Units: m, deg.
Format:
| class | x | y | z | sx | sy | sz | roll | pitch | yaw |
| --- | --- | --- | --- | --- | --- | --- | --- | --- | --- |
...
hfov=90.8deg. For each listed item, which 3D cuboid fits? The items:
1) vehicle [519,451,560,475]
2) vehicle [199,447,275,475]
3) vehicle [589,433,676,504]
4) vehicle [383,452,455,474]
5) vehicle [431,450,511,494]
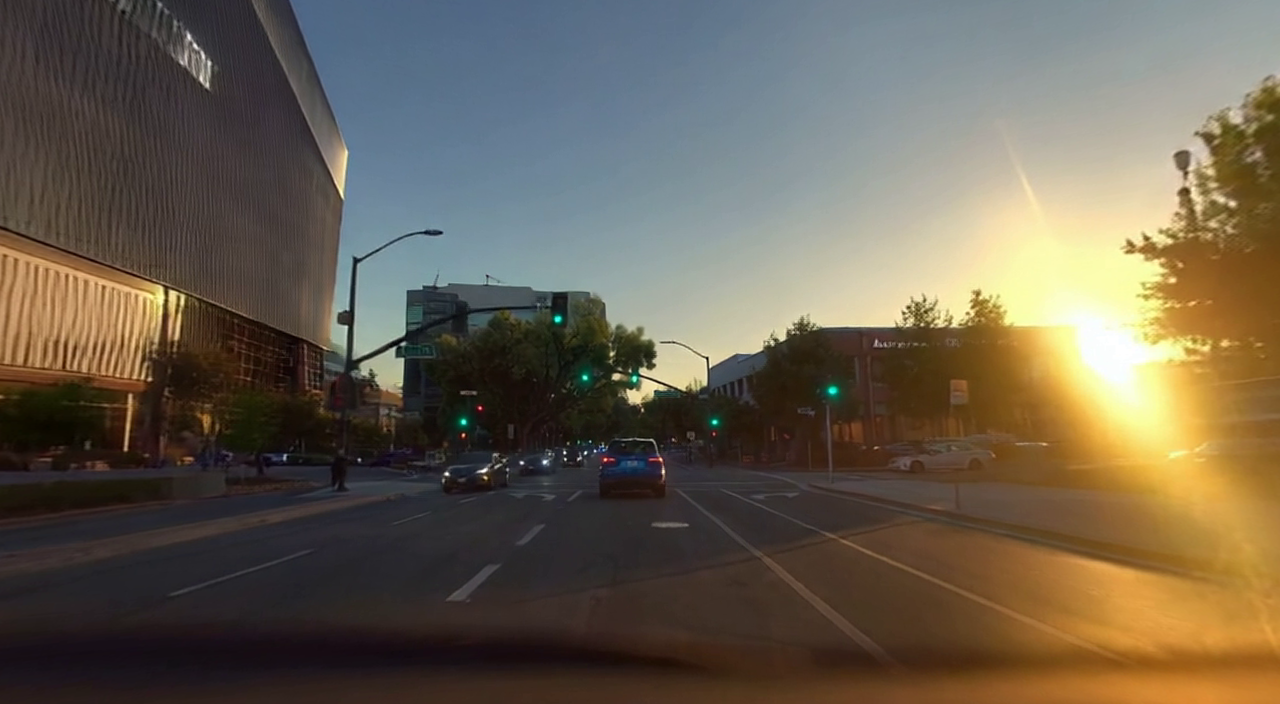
| class | x | y | z | sx | sy | sz | roll | pitch | yaw |
| --- | --- | --- | --- | --- | --- | --- | --- | --- | --- |
| vehicle | -6.693 | 7.425 | 42.493 | 1.934 | 1.476 | 4.457 | 0 | -9 | 1 |
| vehicle | -26.500 | 7.146 | 41.567 | 4.393 | 1.730 | 2.151 | -5 | -9 | 26 |
| vehicle | -0.245 | 3.233 | 17.929 | 2.183 | 1.765 | 4.059 | 0 | -9 | -1 |
| vehicle | -16.366 | 8.215 | 46.889 | 4.588 | 1.582 | 1.980 | 6 | -11 | -33 |
| vehicle | -6.386 | 4.561 | 24.425 | 1.908 | 1.475 | 4.337 | 0 | -9 | 0 |
